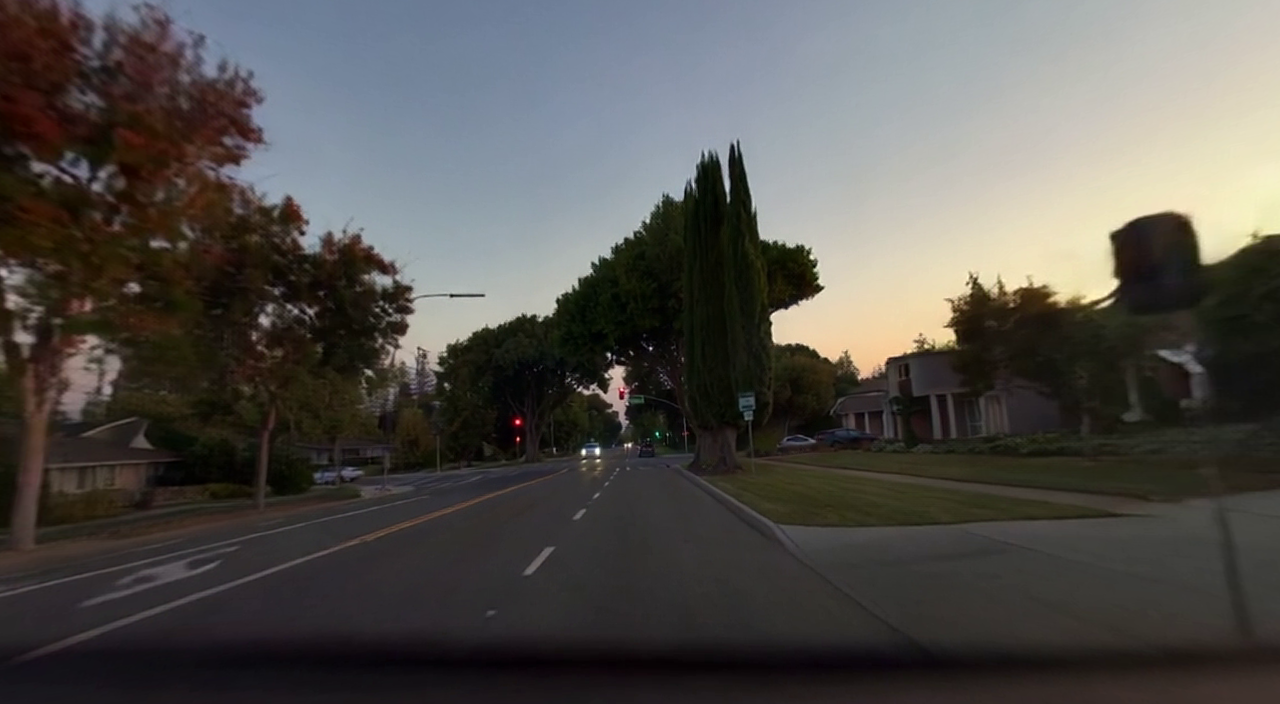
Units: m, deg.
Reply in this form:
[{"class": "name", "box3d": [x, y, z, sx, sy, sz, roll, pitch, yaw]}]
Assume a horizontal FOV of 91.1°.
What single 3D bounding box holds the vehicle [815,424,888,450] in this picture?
[{"class": "vehicle", "box3d": [14.508, 5.868, 43.222, 4.319, 1.700, 2.034, 0, -8, 1]}]
